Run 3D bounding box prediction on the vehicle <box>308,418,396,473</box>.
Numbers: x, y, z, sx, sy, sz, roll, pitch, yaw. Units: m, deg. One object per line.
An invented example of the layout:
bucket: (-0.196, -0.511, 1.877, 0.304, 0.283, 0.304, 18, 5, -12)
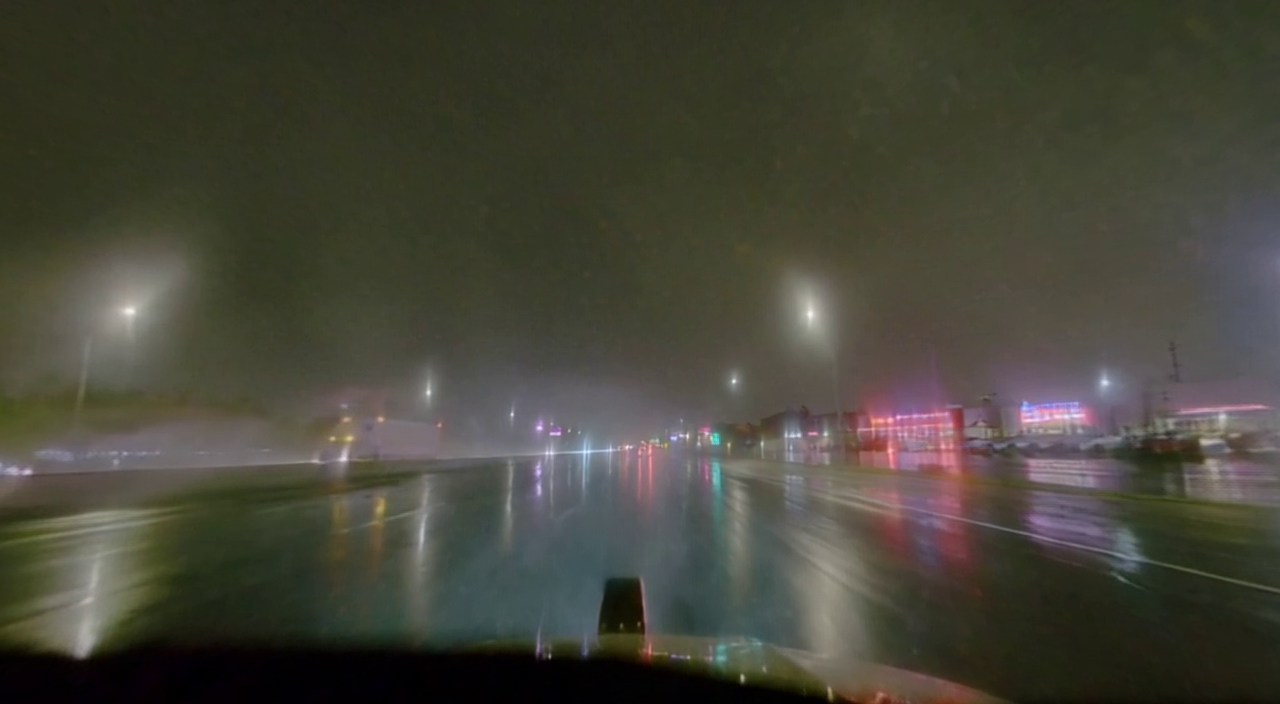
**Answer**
vehicle: (-22.176, 7.314, 49.062, 3.081, 3.959, 7.500, 0, -9, 2)
